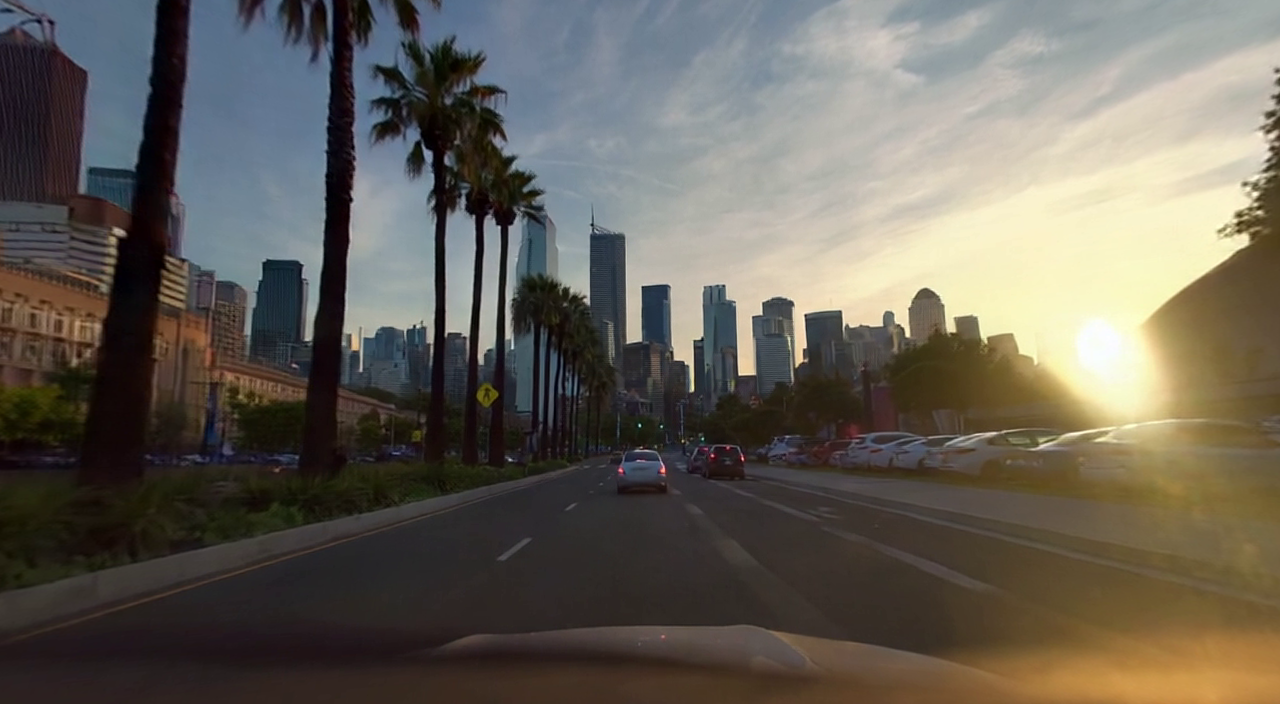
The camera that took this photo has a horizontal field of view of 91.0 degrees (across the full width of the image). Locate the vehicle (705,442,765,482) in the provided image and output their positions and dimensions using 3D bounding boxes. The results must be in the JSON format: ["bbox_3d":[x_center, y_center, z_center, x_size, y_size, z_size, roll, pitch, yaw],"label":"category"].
[{"bbox_3d":[4.470,5.253,30.408,2.136,1.774,4.778,0,-8,0],"label":"vehicle"}]

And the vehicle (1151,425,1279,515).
[{"bbox_3d":[12.668,2.190,11.946,3.929,1.508,2.326,0,-9,-2],"label":"vehicle"}]

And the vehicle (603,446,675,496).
[{"bbox_3d":[0.008,4.006,21.543,2.235,1.528,3.876,0,-8,1],"label":"vehicle"}]
